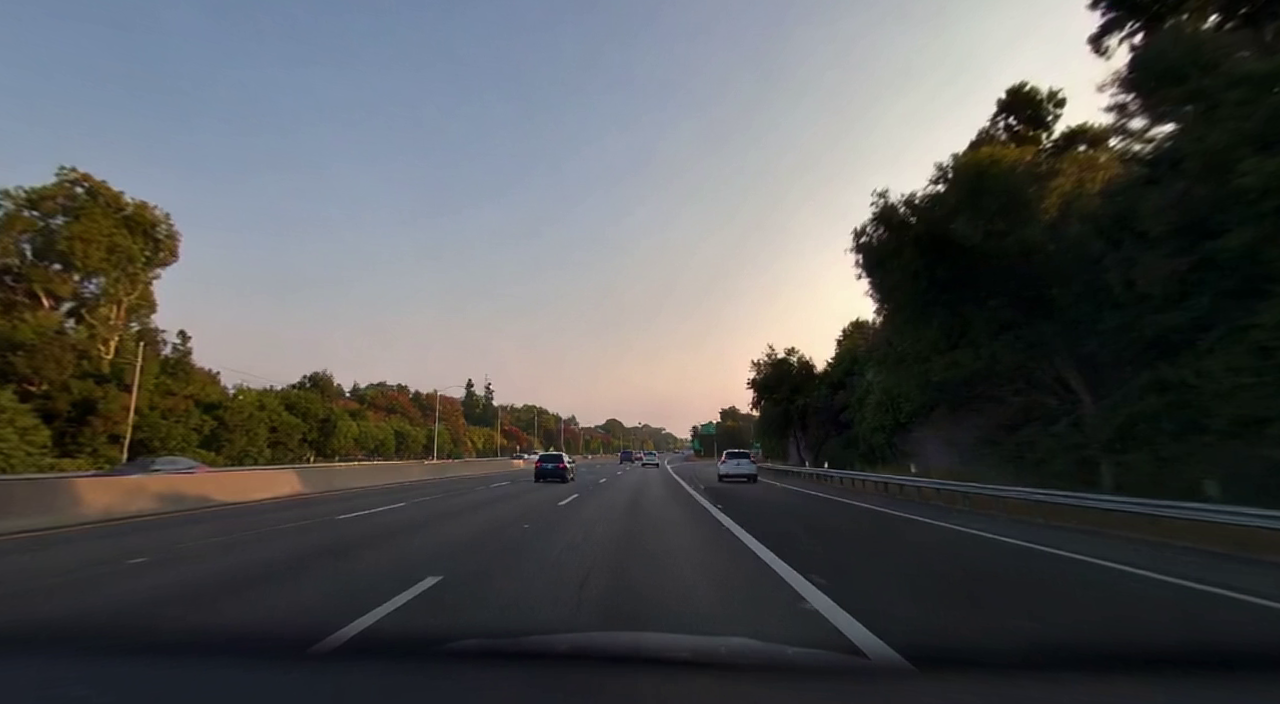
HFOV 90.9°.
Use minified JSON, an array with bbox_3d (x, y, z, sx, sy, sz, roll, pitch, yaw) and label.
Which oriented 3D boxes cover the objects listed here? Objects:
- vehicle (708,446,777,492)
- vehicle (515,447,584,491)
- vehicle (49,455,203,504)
[{"bbox_3d":[3.745,4.363,23.861,2.020,1.548,4.715,0,-9,3],"label":"vehicle"},{"bbox_3d":[-3.396,4.493,24.458,1.997,1.540,3.906,0,-9,2],"label":"vehicle"},{"bbox_3d":[-17.110,4.228,21.276,1.805,1.456,3.983,0,-9,1],"label":"vehicle"}]
